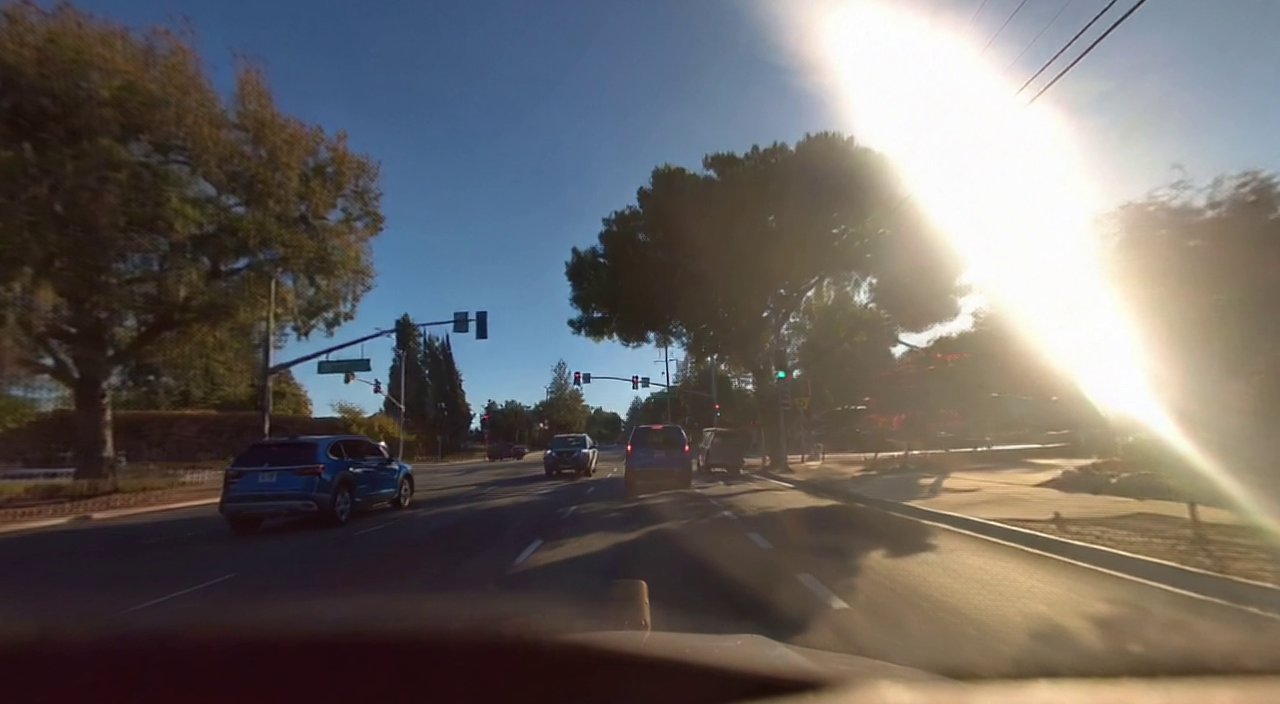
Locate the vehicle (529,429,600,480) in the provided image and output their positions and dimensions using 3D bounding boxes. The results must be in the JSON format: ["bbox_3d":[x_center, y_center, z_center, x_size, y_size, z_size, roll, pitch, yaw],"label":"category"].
[{"bbox_3d":[-2.671,3.764,23.344,2.058,1.659,4.514,0,-8,0],"label":"vehicle"}]

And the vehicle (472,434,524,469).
[{"bbox_3d":[-7.912,5.450,34.721,2.108,1.689,4.316,1,-8,-22],"label":"vehicle"}]

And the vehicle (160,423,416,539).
[{"bbox_3d":[-5.951,2.219,11.493,2.052,1.664,4.476,0,-8,0],"label":"vehicle"}]

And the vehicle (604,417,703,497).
[{"bbox_3d":[0.293,2.685,16.378,2.235,1.778,4.178,0,-8,0],"label":"vehicle"}]

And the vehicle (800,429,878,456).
[{"bbox_3d":[14.410,6.583,45.788,4.983,1.560,1.841,-4,-8,0],"label":"vehicle"}]

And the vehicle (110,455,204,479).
[{"bbox_3d":[-31.998,7.623,41.837,4.554,1.449,1.949,0,-8,0],"label":"vehicle"}]

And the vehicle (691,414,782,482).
[{"bbox_3d":[3.218,3.405,22.490,2.338,2.063,5.672,0,-8,0],"label":"vehicle"}]
